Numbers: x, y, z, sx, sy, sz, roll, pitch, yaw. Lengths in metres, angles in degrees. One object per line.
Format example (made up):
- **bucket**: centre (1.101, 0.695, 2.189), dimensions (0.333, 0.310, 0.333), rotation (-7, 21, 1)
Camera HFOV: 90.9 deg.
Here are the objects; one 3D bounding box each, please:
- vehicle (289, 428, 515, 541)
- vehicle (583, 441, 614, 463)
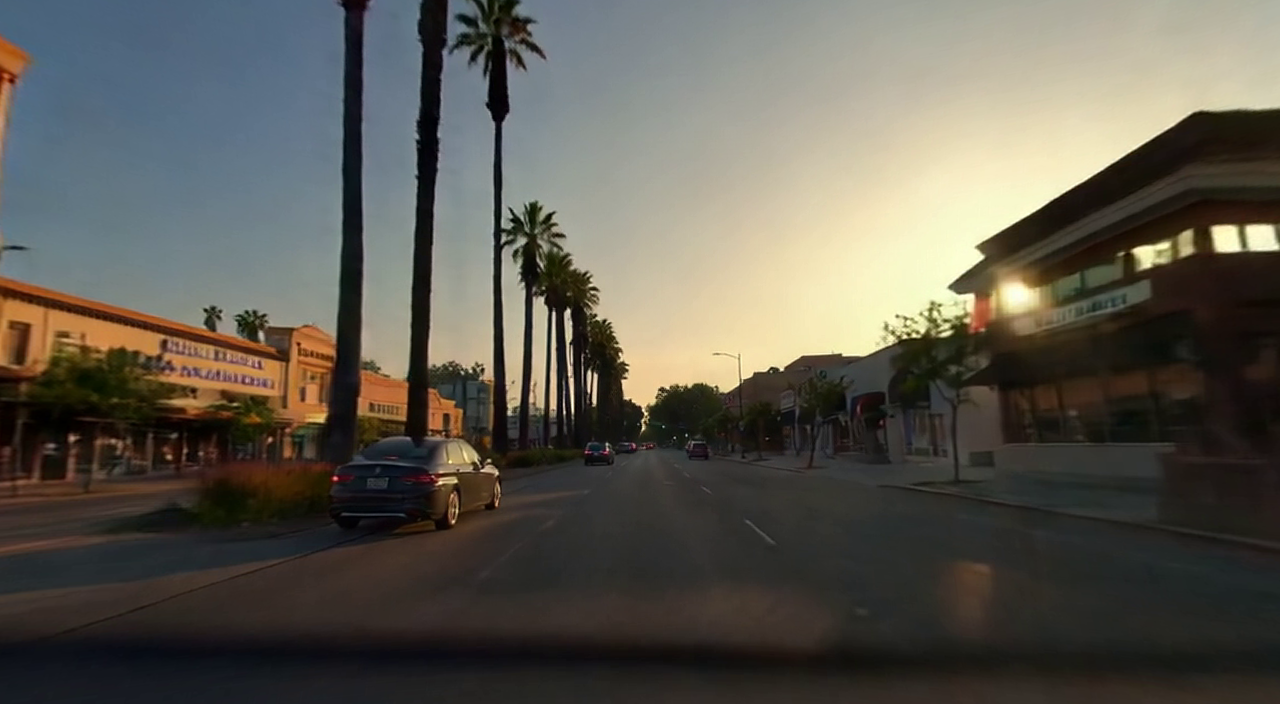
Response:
- **vehicle**: centre (-3.666, 2.120, 10.776), dimensions (2.032, 1.511, 4.424), rotation (0, -9, 2)
- **vehicle**: centre (-3.194, 7.738, 48.885), dimensions (2.024, 1.636, 4.121), rotation (0, -9, 1)
